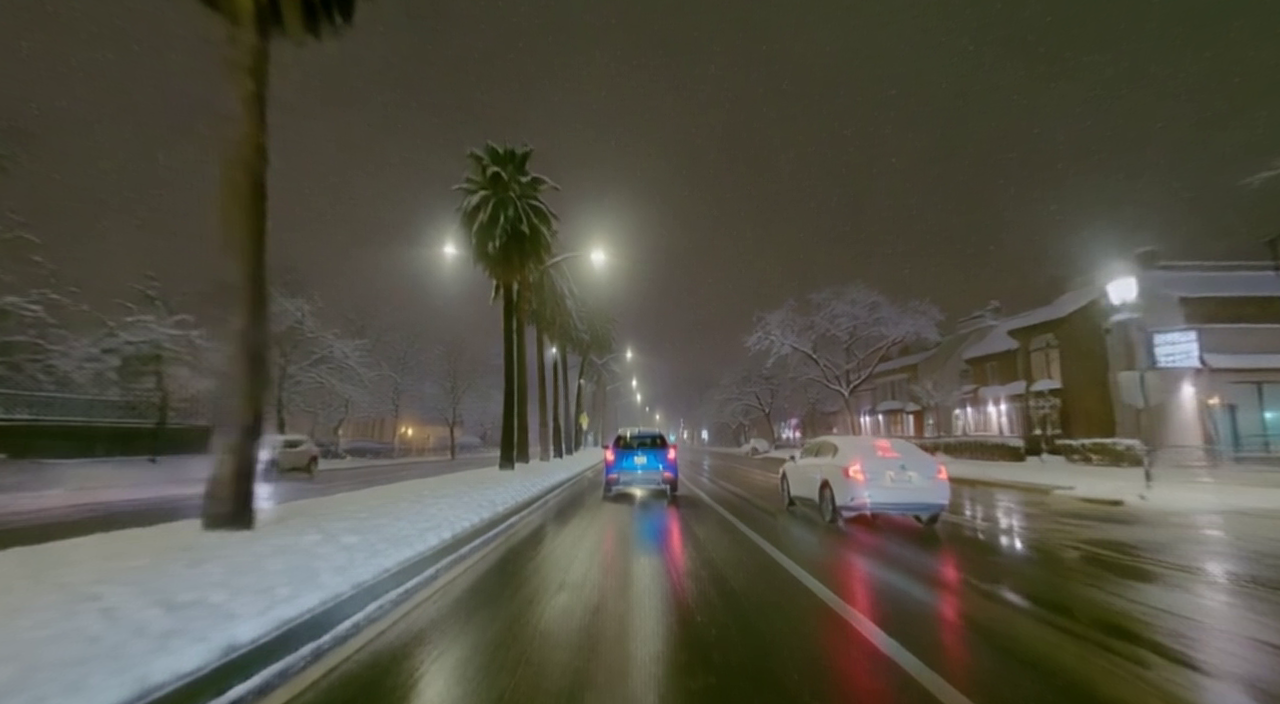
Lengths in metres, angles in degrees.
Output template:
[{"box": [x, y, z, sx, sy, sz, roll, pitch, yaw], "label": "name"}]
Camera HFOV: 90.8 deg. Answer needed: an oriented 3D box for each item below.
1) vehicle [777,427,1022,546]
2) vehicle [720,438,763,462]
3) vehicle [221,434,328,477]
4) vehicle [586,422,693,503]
[{"box": [3.760, 2.021, 10.246, 1.941, 1.472, 4.570, 0, -8, -1], "label": "vehicle"}, {"box": [6.448, 6.286, 40.599, 1.930, 1.457, 4.267, 0, -8, -2], "label": "vehicle"}, {"box": [-17.672, 4.995, 30.895, 2.127, 1.883, 5.167, 0, -7, 0], "label": "vehicle"}, {"box": [-0.038, 2.631, 15.443, 2.239, 1.693, 4.301, 0, -8, -1], "label": "vehicle"}]
